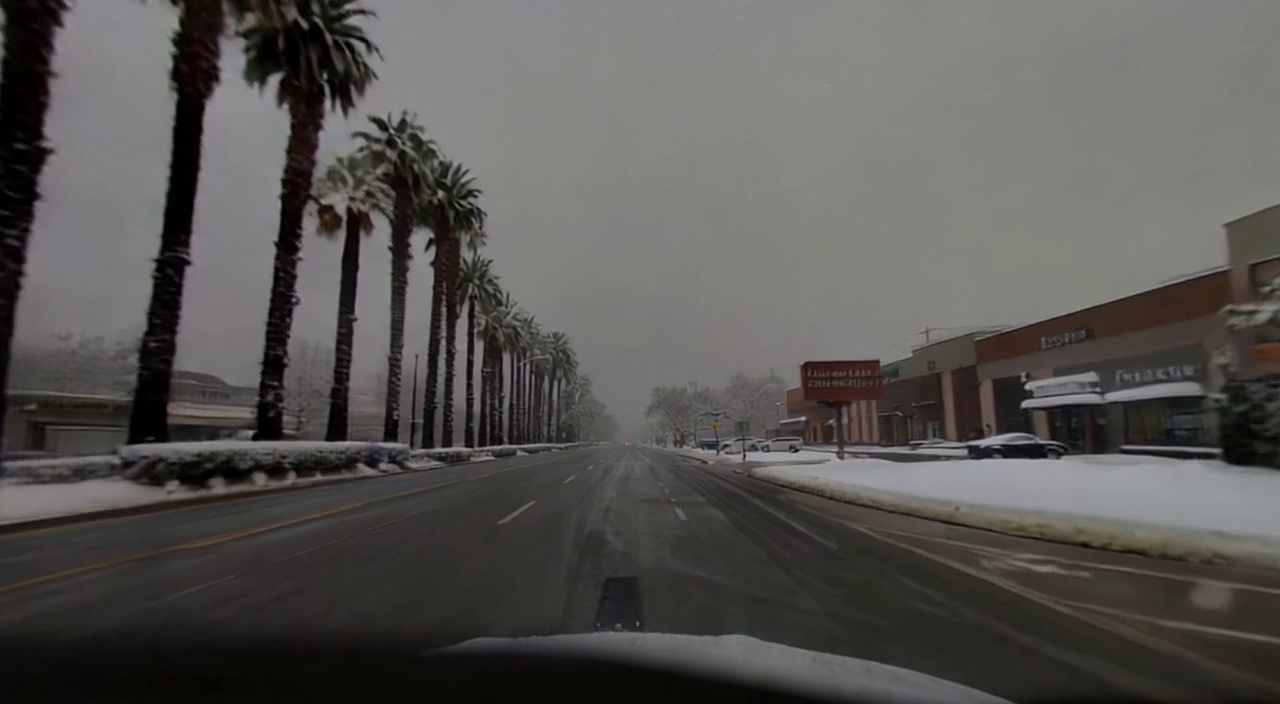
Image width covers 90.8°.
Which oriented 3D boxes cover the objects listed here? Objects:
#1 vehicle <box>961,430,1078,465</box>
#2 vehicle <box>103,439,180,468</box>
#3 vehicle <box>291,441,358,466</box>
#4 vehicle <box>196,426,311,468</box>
[{"bbox_3d":[19.253,4.863,32.182,4.552,1.649,2.187,0,-8,-4],"label":"vehicle"},{"bbox_3d":[-36.084,7.345,45.753,4.042,1.413,1.826,-7,-5,-2],"label":"vehicle"},{"bbox_3d":[-19.971,6.449,40.240,1.919,1.476,4.738,0,-9,-2],"label":"vehicle"},{"bbox_3d":[-16.477,4.101,27.271,2.013,1.658,4.697,0,-8,-1],"label":"vehicle"}]
